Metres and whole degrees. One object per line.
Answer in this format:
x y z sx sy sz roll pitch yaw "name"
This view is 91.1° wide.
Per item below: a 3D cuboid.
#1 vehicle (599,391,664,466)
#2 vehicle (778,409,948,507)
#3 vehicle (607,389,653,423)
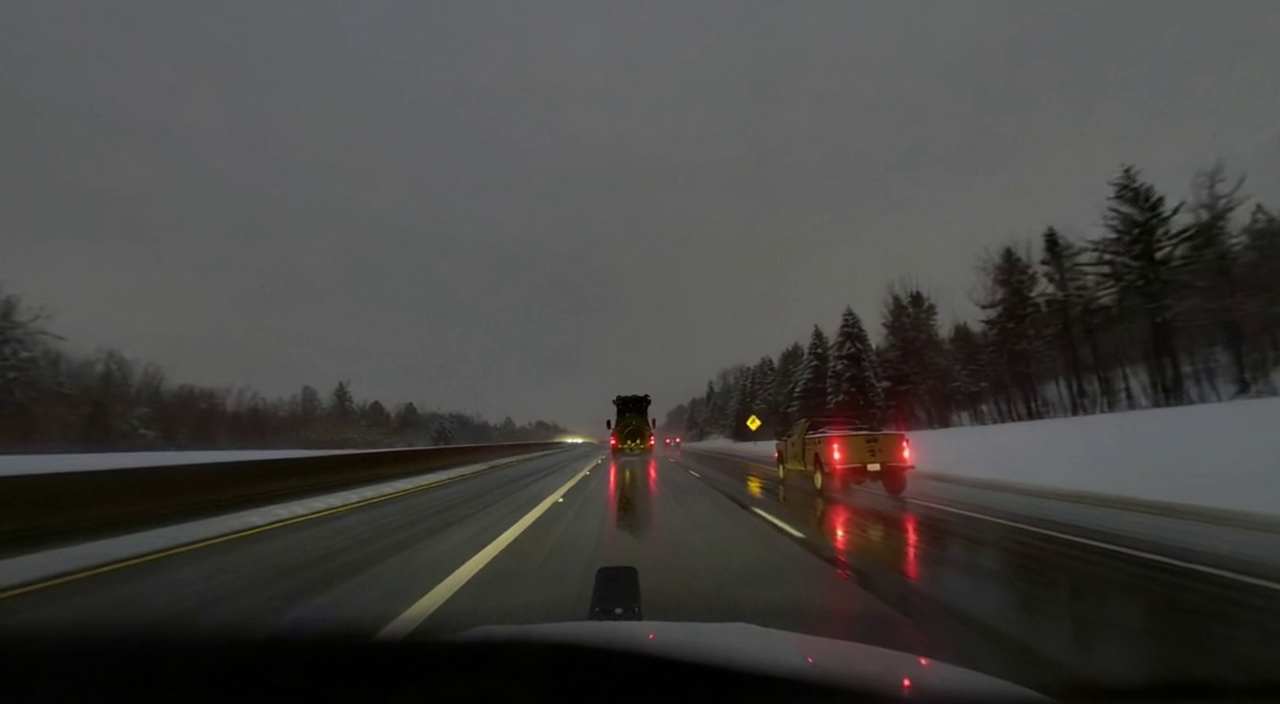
-0.668 4.288 35.687 2.953 3.406 13.372 1 -7 -2 "vehicle"
4.729 2.310 14.247 2.091 1.829 4.625 0 -8 -1 "vehicle"
-0.493 2.755 31.240 2.112 1.472 4.240 0 -8 -1 "vehicle"
